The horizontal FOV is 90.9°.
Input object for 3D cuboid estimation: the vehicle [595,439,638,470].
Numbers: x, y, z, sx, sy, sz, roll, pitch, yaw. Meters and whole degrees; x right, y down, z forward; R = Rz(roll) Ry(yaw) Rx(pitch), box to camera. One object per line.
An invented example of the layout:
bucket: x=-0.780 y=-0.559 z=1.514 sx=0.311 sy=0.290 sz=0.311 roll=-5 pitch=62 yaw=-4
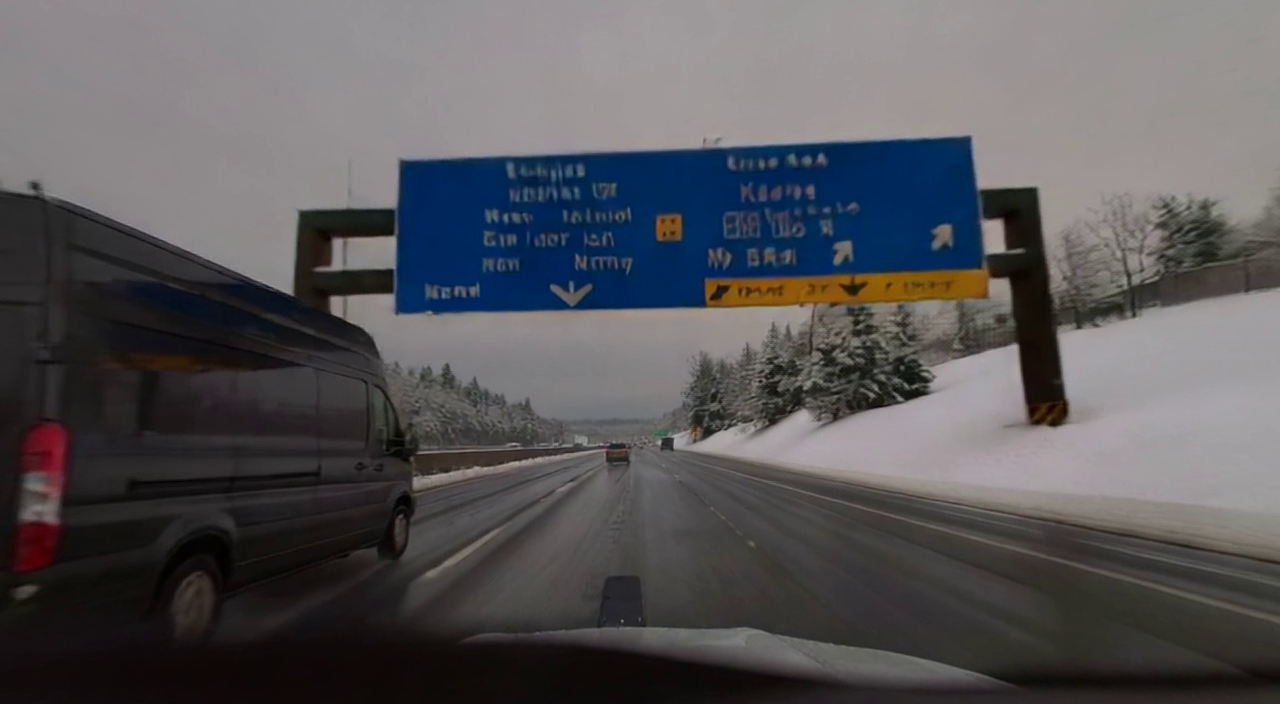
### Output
vehicle: x=-1.257 y=5.799 z=35.733 sx=2.183 sy=1.662 sz=3.968 roll=0 pitch=-9 yaw=1

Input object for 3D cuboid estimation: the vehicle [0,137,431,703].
vehicle: x=-4.158 y=0.761 z=5.805 sx=2.382 sy=2.736 sz=5.982 roll=0 pitch=-9 yaw=0
